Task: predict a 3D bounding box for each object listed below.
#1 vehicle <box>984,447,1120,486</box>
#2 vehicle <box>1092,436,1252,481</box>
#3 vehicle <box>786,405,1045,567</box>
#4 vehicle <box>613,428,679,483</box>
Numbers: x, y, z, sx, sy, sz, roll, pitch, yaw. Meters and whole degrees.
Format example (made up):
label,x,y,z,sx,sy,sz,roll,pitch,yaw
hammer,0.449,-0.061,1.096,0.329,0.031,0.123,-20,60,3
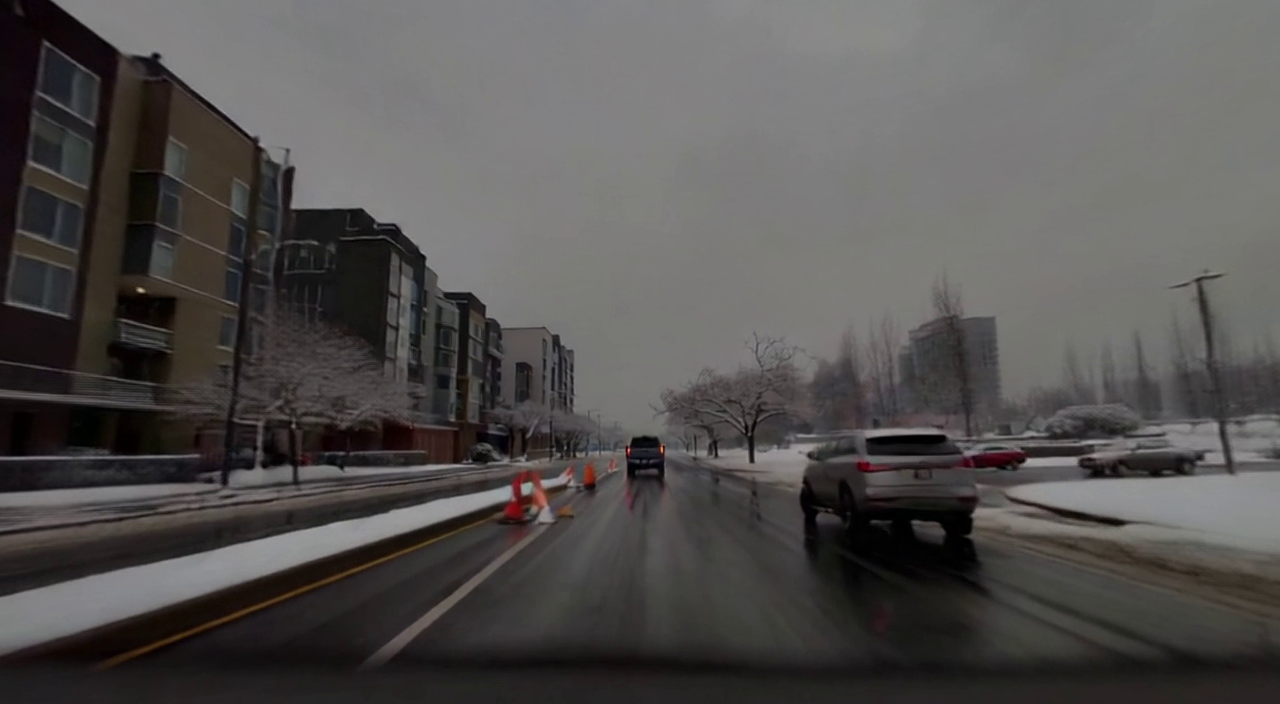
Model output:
label,x,y,z,sx,sy,sz,roll,pitch,yaw
vehicle,16.847,4.659,25.753,4.568,1.478,1.900,2,-9,-12
vehicle,21.987,4.397,26.130,4.629,1.756,2.124,0,-9,1
vehicle,3.801,1.953,10.053,2.120,1.828,5.531,-1,-9,6
vehicle,0.364,4.917,30.101,2.762,2.309,6.723,0,-9,2
